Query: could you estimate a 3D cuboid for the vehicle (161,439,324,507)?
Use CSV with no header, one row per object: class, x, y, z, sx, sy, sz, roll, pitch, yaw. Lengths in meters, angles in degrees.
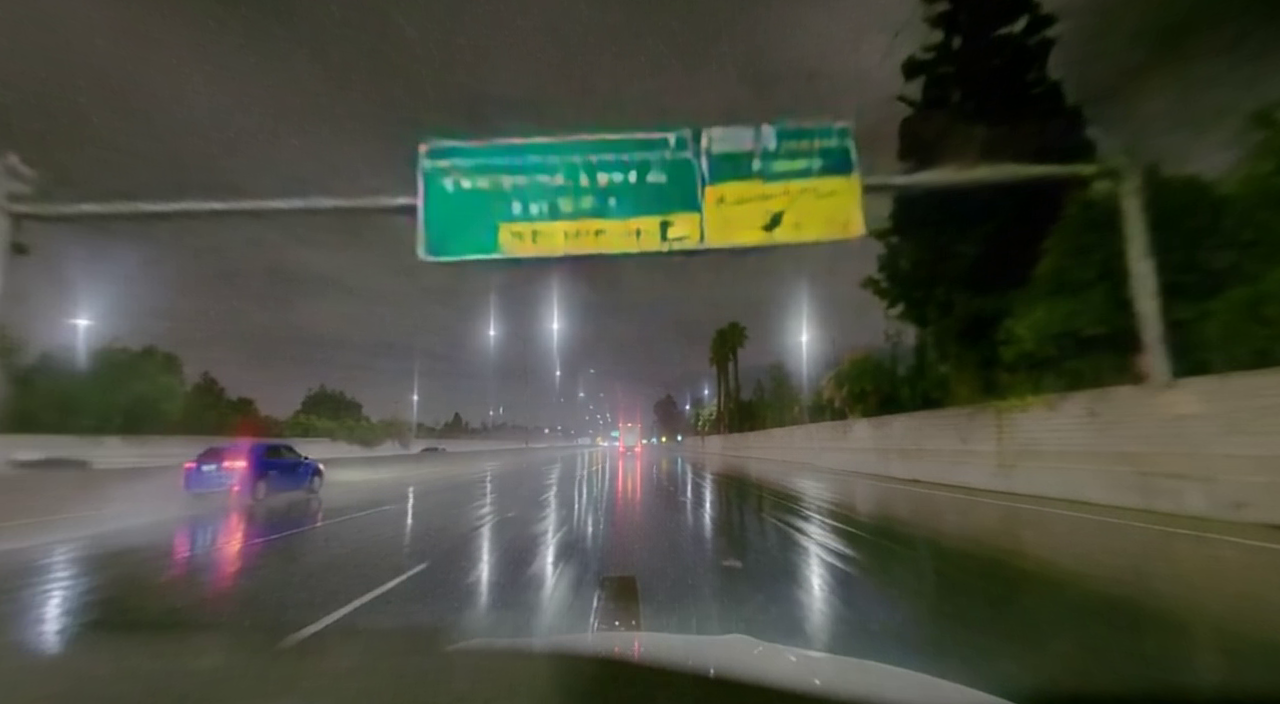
vehicle,-10.880,3.315,17.726,1.897,1.653,4.113,0,-9,-1
